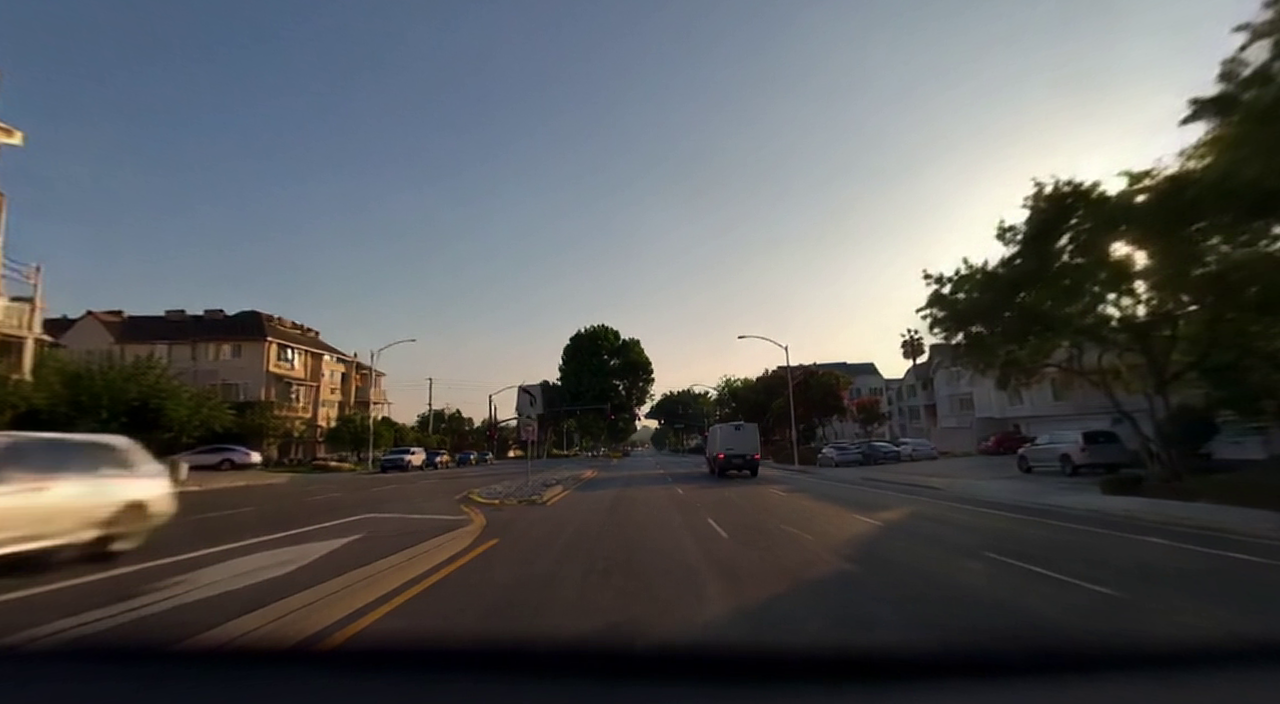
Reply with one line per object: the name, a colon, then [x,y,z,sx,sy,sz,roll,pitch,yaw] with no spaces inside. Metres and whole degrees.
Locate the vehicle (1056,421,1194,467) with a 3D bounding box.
vehicle: [20.244,3.907,26.581,2.012,1.709,4.574,-2,-9,-2]

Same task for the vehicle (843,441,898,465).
vehicle: [15.629,6.899,42.912,1.899,1.517,4.378,1,-9,-3]

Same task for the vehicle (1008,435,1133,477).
vehicle: [17.648,4.240,26.129,1.957,1.501,4.308,-2,-7,-3]

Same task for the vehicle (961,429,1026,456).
vehicle: [23.974,6.177,42.871,1.888,1.678,4.074,1,-9,-3]

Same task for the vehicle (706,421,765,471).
vehicle: [6.564,6.663,44.611,2.802,3.208,7.459,0,-9,-1]

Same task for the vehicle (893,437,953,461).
vehicle: [19.017,6.572,42.589,1.882,1.537,4.418,0,-9,-2]

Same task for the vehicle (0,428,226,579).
vehicle: [-8.078,1.904,8.470,2.013,1.646,4.325,0,-9,0]

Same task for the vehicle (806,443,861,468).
vehicle: [12.794,6.874,42.010,2.079,1.541,4.801,0,-9,-1]

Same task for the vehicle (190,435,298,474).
vehicle: [-27.017,7.000,43.090,5.877,2.508,2.394,-1,-9,6]
